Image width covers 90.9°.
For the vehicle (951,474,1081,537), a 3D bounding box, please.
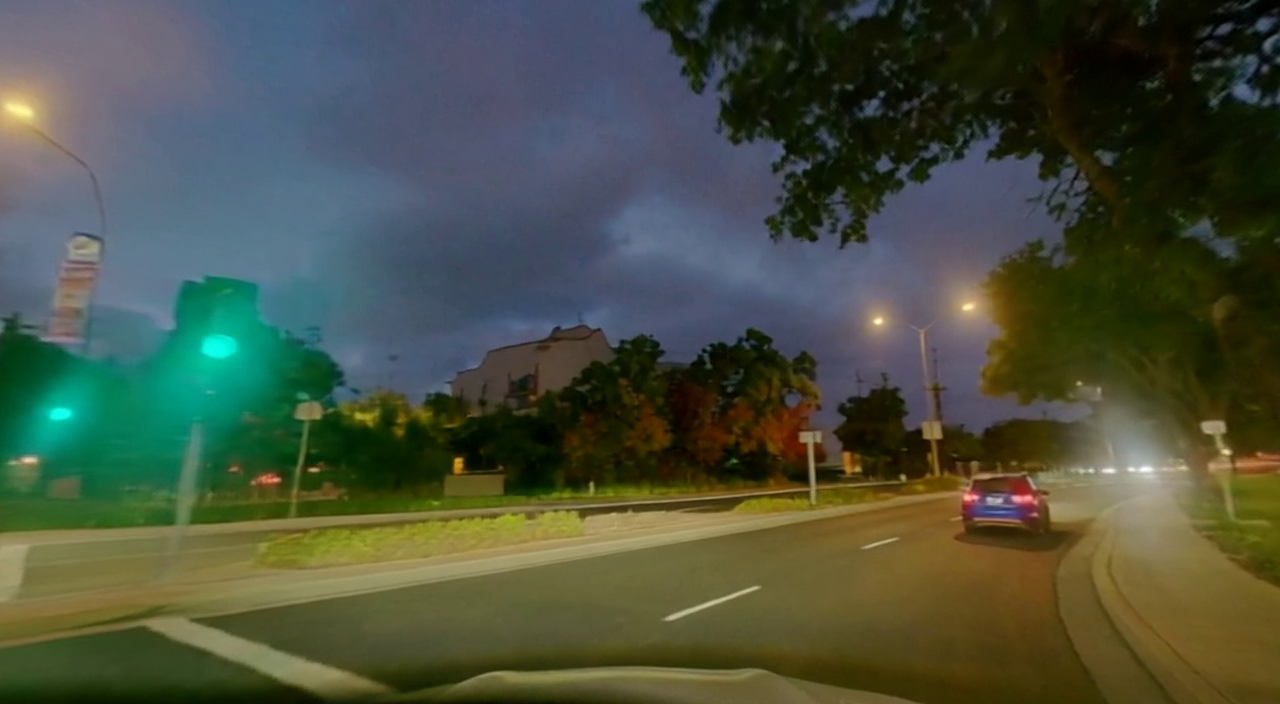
[{"bbox_3d":[9.495,3.682,15.669,1.972,1.250,5.282,-8,-13,38],"label":"vehicle"}]
